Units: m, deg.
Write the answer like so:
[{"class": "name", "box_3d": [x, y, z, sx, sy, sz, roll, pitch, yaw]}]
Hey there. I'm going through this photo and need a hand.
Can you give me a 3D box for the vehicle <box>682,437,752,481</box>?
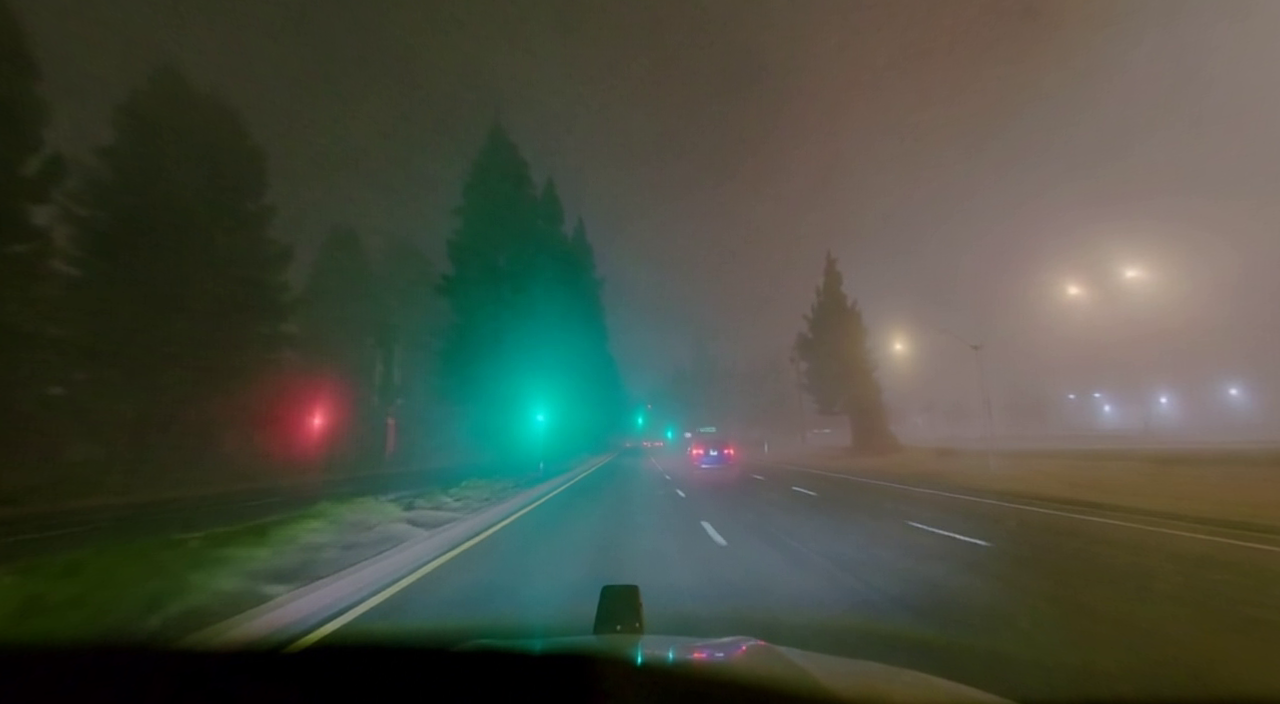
[{"class": "vehicle", "box_3d": [2.787, 4.000, 23.900, 2.056, 1.483, 4.091, 0, -8, -1]}]
